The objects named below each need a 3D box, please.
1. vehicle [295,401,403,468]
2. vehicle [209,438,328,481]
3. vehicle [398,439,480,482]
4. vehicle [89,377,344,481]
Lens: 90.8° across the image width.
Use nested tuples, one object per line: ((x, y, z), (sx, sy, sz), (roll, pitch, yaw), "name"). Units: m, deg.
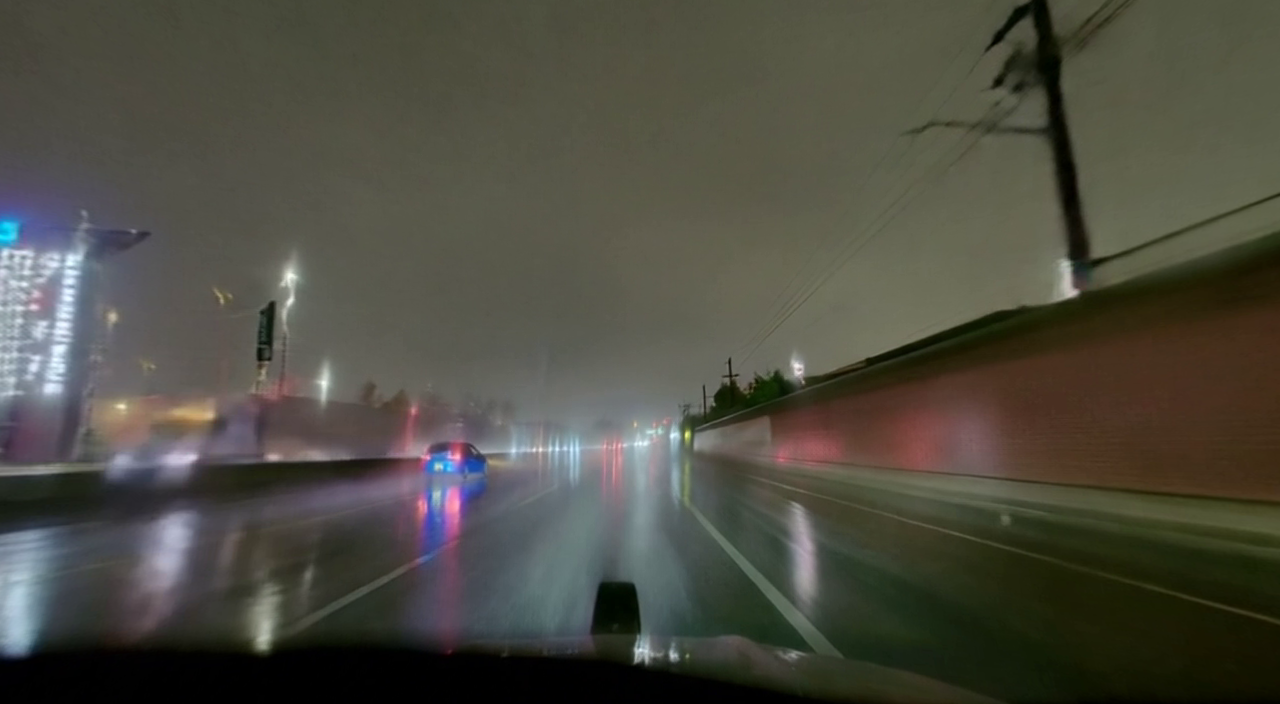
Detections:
((-18.992, 5.528, 42.053), (2.837, 3.960, 8.808), (0, -8, 1), "vehicle")
((-14.658, 4.262, 25.306), (2.012, 1.536, 4.552), (0, -8, 0), "vehicle")
((-8.017, 4.330, 25.586), (2.013, 1.574, 3.923), (0, -8, 0), "vehicle")
((-18.989, 3.844, 30.416), (2.983, 3.872, 13.479), (0, -8, 0), "vehicle")
